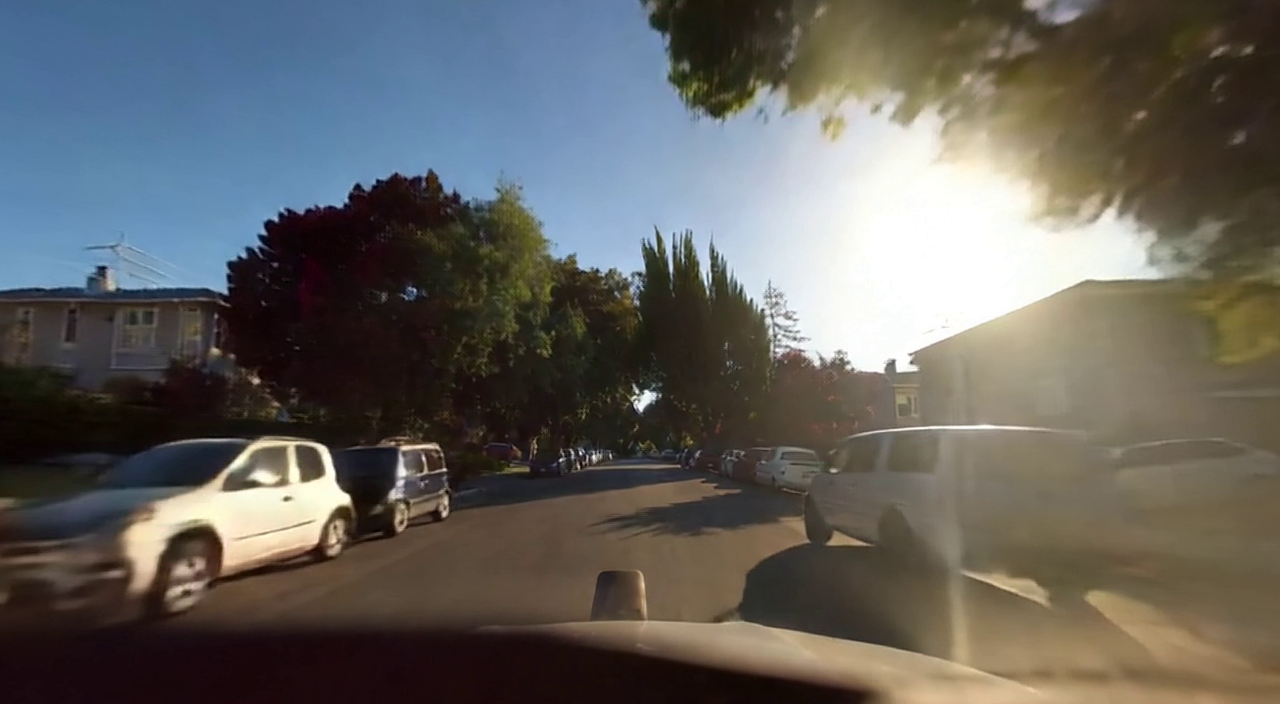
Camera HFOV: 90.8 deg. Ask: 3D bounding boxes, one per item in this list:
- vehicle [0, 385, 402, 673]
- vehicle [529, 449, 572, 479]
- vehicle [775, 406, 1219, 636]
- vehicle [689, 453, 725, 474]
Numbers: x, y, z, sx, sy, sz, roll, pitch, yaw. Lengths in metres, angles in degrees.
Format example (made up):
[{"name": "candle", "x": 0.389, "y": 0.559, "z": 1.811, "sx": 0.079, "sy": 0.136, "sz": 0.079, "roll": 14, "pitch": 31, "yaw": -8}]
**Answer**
[{"name": "vehicle", "x": -4.748, "y": 1.630, "z": 7.103, "sx": 2.094, "sy": 1.927, "sz": 5.573, "roll": 1, "pitch": -9, "yaw": -2}, {"name": "vehicle", "x": -4.972, "y": 6.258, "z": 35.507, "sx": 1.983, "sy": 1.579, "sz": 3.879, "roll": 1, "pitch": -9, "yaw": -2}, {"name": "vehicle", "x": 3.720, "y": 1.860, "z": 8.395, "sx": 2.415, "sy": 1.963, "sz": 5.688, "roll": 0, "pitch": -8, "yaw": -2}, {"name": "vehicle", "x": 4.784, "y": 8.045, "z": 45.648, "sx": 1.847, "sy": 1.448, "sz": 4.162, "roll": 0, "pitch": -9, "yaw": -3}]
